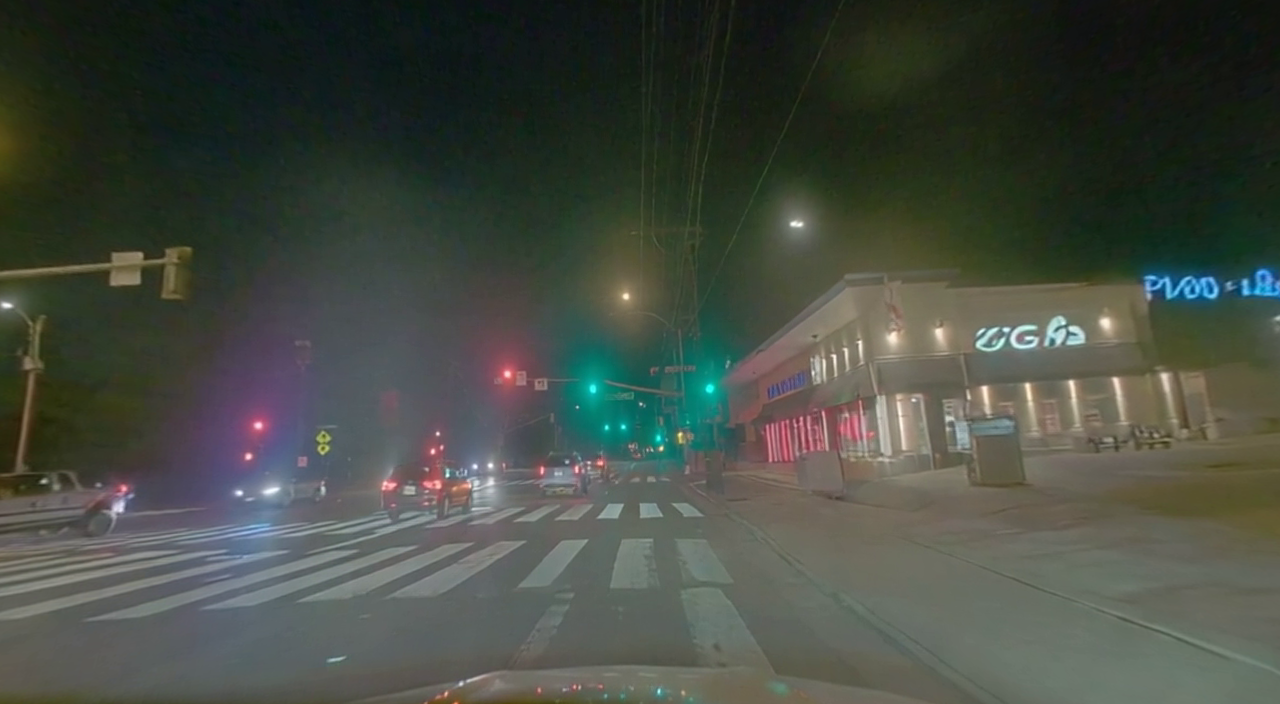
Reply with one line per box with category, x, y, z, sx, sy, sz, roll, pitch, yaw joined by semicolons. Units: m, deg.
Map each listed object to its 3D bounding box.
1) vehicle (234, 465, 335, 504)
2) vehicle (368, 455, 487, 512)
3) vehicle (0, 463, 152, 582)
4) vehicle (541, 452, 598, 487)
vehicle;-15.542;5.811;27.825;1.964;1.485;4.252;-2;-11;0
vehicle;-6.317;3.948;19.363;1.960;1.479;4.654;0;-9;1
vehicle;-9.616;2.380;8.866;2.073;1.519;4.248;0;-9;0
vehicle;-3.245;5.507;29.842;2.147;1.472;4.406;0;-9;1
